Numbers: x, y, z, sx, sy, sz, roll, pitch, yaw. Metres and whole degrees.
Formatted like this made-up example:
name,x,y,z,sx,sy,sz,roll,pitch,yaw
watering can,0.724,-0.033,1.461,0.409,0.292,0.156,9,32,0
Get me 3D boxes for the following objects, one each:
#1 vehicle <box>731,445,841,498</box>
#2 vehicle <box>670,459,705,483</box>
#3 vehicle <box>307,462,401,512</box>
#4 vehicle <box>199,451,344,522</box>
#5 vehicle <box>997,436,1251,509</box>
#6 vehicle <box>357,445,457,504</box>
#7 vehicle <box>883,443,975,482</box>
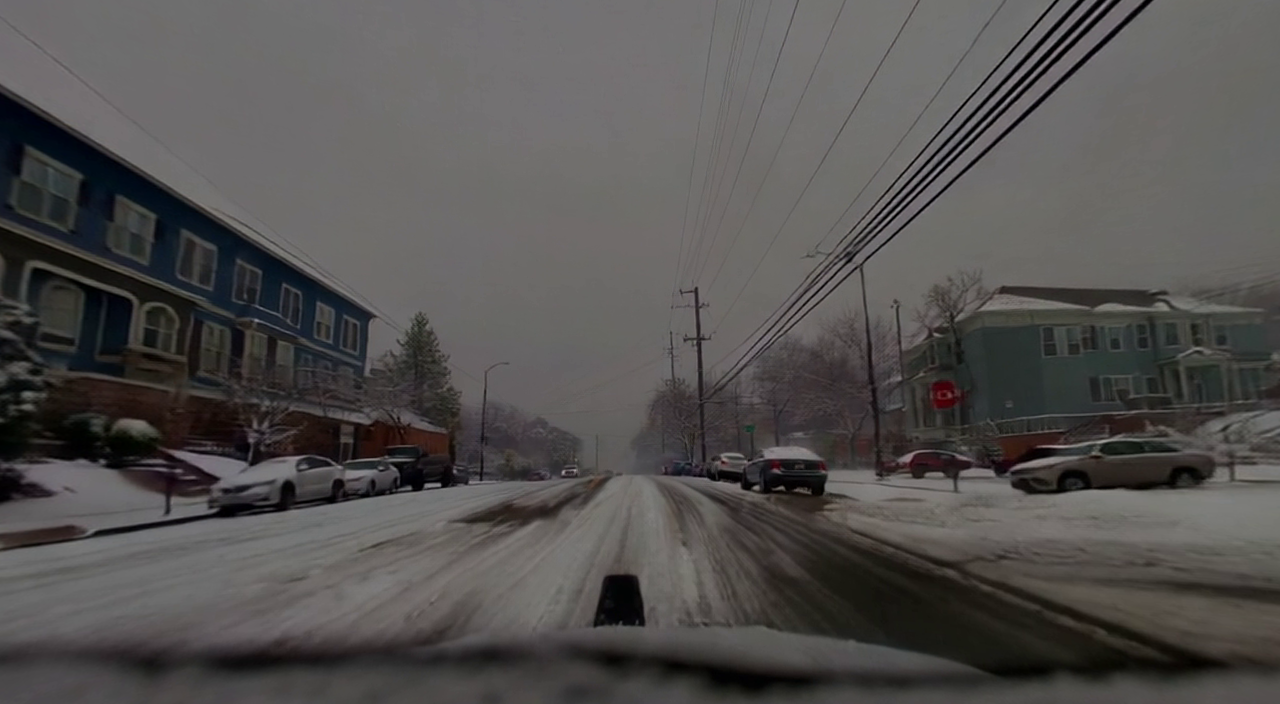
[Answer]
name,x,y,z,sx,sy,sz,roll,pitch,yaw
vehicle,4.578,3.826,20.680,2.059,1.502,4.824,1,-9,-5
vehicle,3.387,8.615,45.992,1.917,1.434,4.733,-2,-9,-3
vehicle,-10.777,5.069,24.165,1.826,1.455,4.475,-5,-8,-5
vehicle,-10.447,3.830,18.394,1.900,1.683,4.486,-2,-10,-6
vehicle,10.582,2.603,13.975,4.336,1.424,1.954,1,-9,-11
vehicle,-10.909,5.744,30.261,2.687,2.491,5.936,0,-9,-2
vehicle,12.913,4.954,28.378,3.545,1.448,2.041,-5,-4,24
